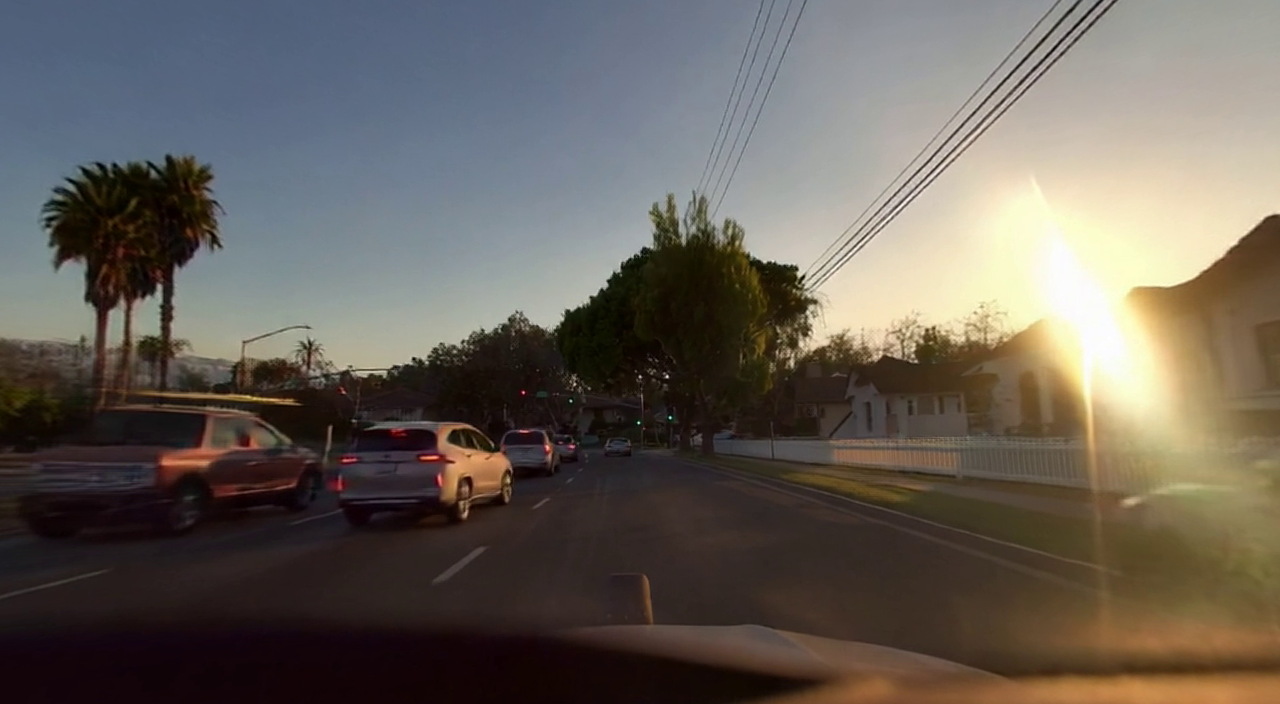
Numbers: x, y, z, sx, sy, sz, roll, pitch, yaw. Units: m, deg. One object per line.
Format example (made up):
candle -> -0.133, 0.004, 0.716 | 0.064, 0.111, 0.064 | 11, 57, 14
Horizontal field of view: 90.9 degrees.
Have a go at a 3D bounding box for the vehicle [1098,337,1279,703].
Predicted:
vehicle -> 3.683, 0.649, 1.551 | 1.801, 1.746, 4.325 | 0, -8, 0

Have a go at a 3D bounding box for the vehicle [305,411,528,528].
vehicle -> -3.577, 1.979, 11.238 | 2.181, 1.636, 4.504 | 0, -8, 2

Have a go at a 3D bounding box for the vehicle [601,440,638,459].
vehicle -> -1.451, 6.635, 42.924 | 2.131, 1.222, 3.868 | 1, -8, -7

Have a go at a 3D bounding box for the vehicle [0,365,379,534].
vehicle -> -6.995, 1.640, 10.990 | 2.507, 2.141, 5.764 | 0, -8, -1
